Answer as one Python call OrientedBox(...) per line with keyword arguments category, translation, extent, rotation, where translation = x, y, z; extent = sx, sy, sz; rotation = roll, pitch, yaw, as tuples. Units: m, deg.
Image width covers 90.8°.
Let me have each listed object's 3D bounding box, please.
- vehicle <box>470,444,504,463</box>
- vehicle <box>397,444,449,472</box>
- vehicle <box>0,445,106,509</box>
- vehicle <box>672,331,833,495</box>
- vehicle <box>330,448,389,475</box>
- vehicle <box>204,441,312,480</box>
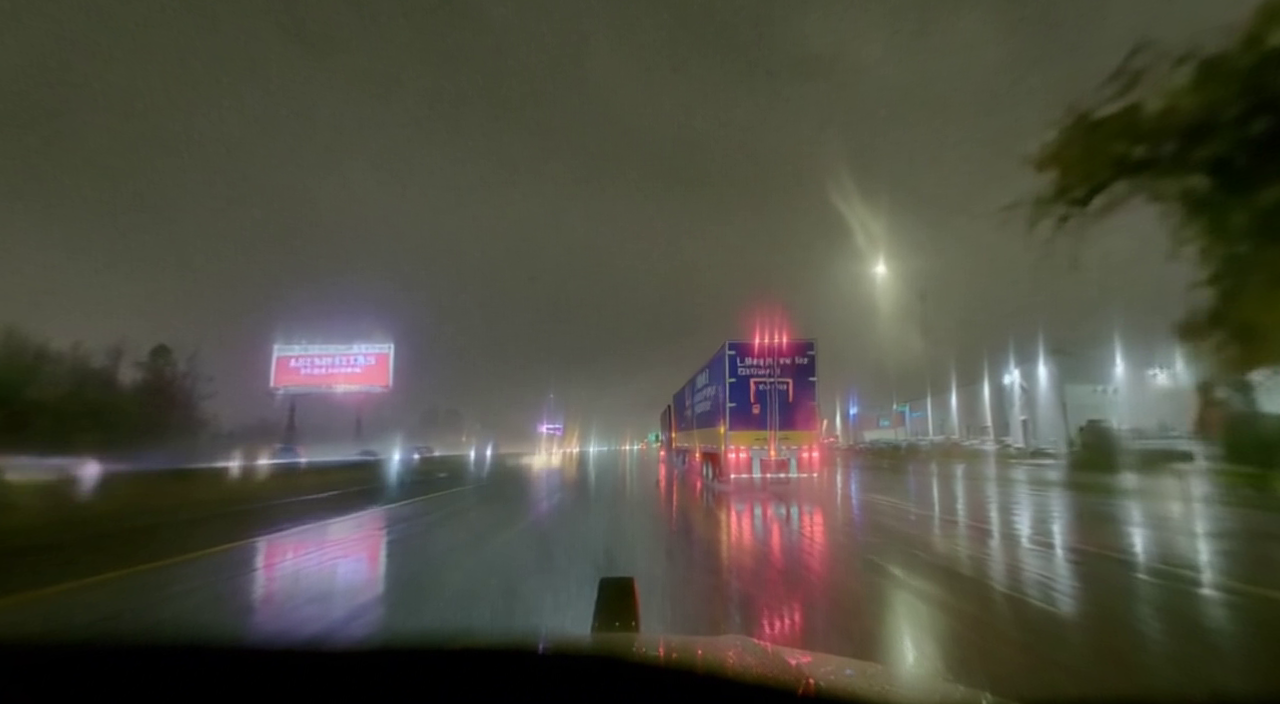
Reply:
OrientedBox(category="vehicle", translation=(-11.941, 7.951, 49.592), extent=(1.757, 1.451, 3.658), rotation=(0, -9, 0))
OrientedBox(category="vehicle", translation=(-11.614, 5.664, 33.950), extent=(1.620, 1.372, 3.339), rotation=(0, -9, -1))
OrientedBox(category="vehicle", translation=(-14.881, 2.897, 14.850), extent=(1.625, 1.396, 3.459), rotation=(0, -9, -1))
OrientedBox(category="vehicle", translation=(3.412, 2.880, 25.465), extent=(2.891, 4.387, 17.121), rotation=(0, -9, -2))
OrientedBox(category="vehicle", translation=(-15.267, 5.937, 34.502), extent=(1.681, 1.381, 3.370), rotation=(0, -9, 0))
OrientedBox(category="vehicle", translation=(-18.954, 5.399, 31.721), extent=(2.122, 1.775, 5.330), rotation=(0, -9, -1))
